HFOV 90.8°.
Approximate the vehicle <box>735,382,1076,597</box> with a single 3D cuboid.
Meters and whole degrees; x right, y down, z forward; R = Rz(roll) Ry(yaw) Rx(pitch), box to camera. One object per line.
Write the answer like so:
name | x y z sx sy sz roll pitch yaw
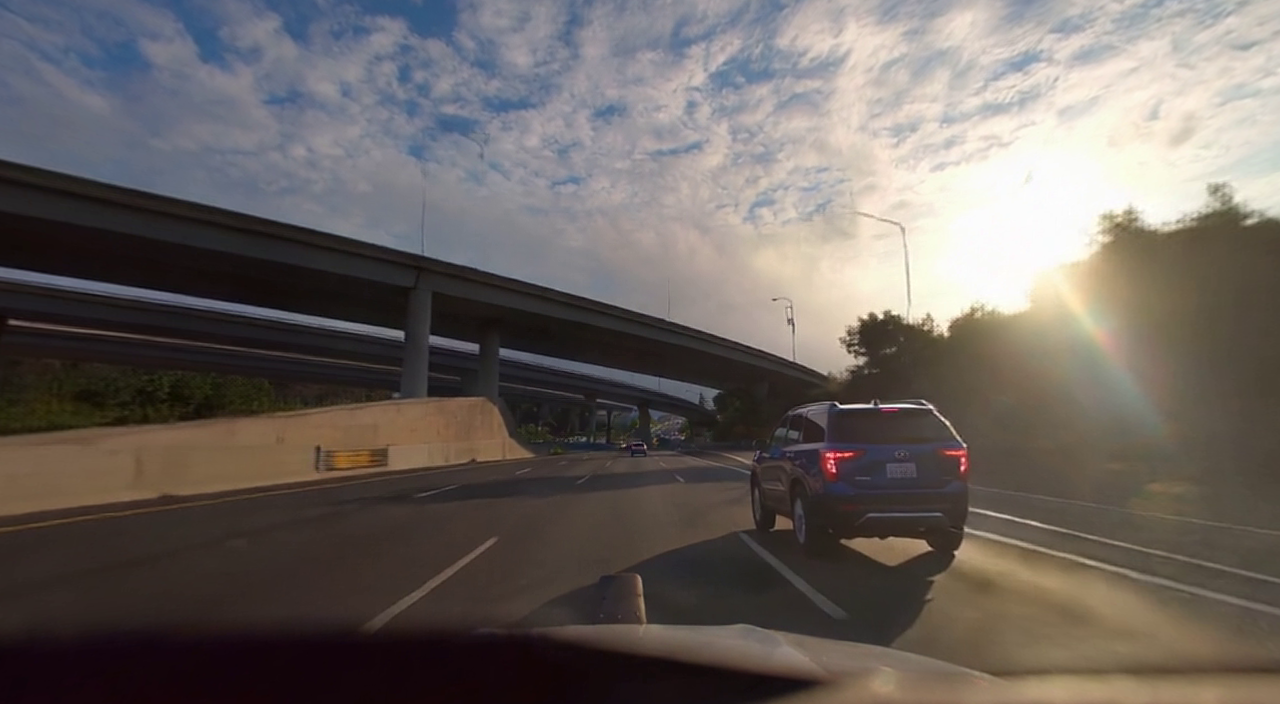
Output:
vehicle | 2.770 1.597 8.230 2.155 1.918 4.945 0 -9 -2
